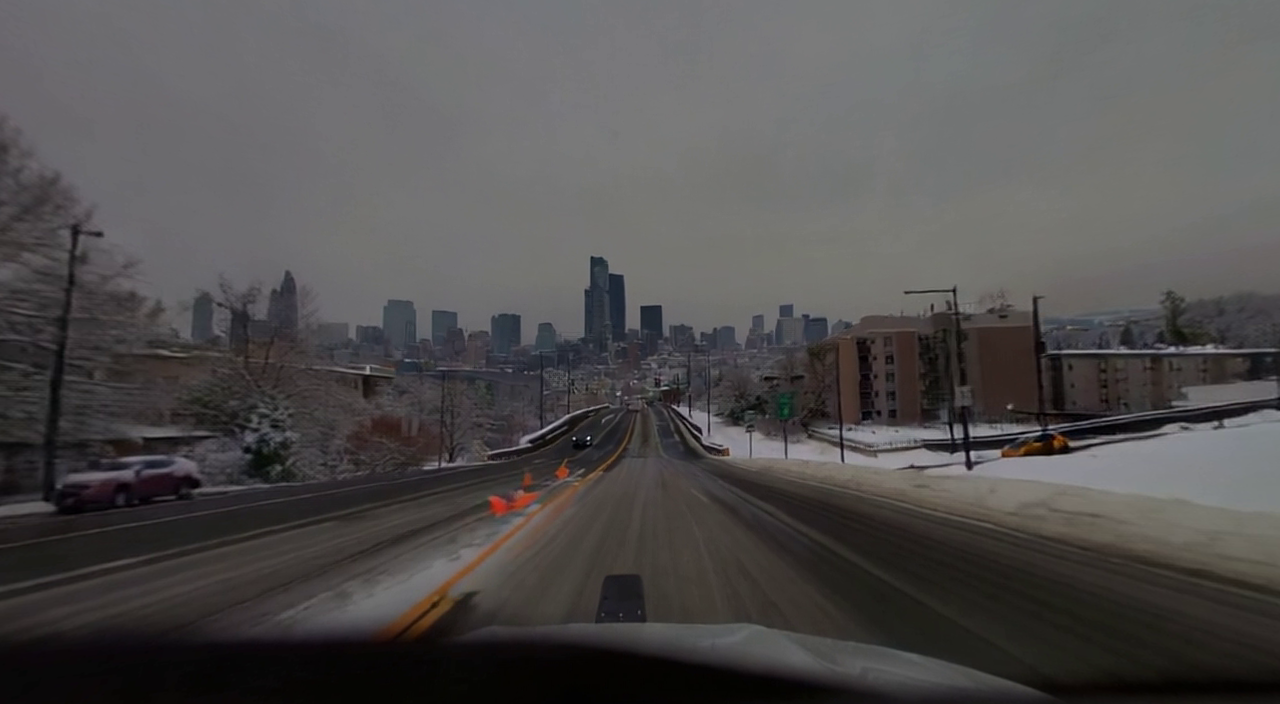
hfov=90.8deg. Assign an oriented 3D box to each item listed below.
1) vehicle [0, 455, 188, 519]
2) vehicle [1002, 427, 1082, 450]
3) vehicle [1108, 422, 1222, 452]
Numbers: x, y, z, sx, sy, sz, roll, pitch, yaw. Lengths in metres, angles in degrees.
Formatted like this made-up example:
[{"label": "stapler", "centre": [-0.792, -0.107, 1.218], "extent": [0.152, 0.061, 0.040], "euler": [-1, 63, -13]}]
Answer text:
[{"label": "vehicle", "centre": [-17.289, 4.234, 20.369], "extent": [1.992, 1.527, 4.540], "euler": [-1, -6, 2]}, {"label": "vehicle", "centre": [28.575, 6.166, 44.982], "extent": [4.400, 1.614, 1.916], "euler": [0, -8, -1]}, {"label": "vehicle", "centre": [28.969, 4.691, 34.956], "extent": [4.536, 1.483, 1.917], "euler": [-1, -4, 3]}]
